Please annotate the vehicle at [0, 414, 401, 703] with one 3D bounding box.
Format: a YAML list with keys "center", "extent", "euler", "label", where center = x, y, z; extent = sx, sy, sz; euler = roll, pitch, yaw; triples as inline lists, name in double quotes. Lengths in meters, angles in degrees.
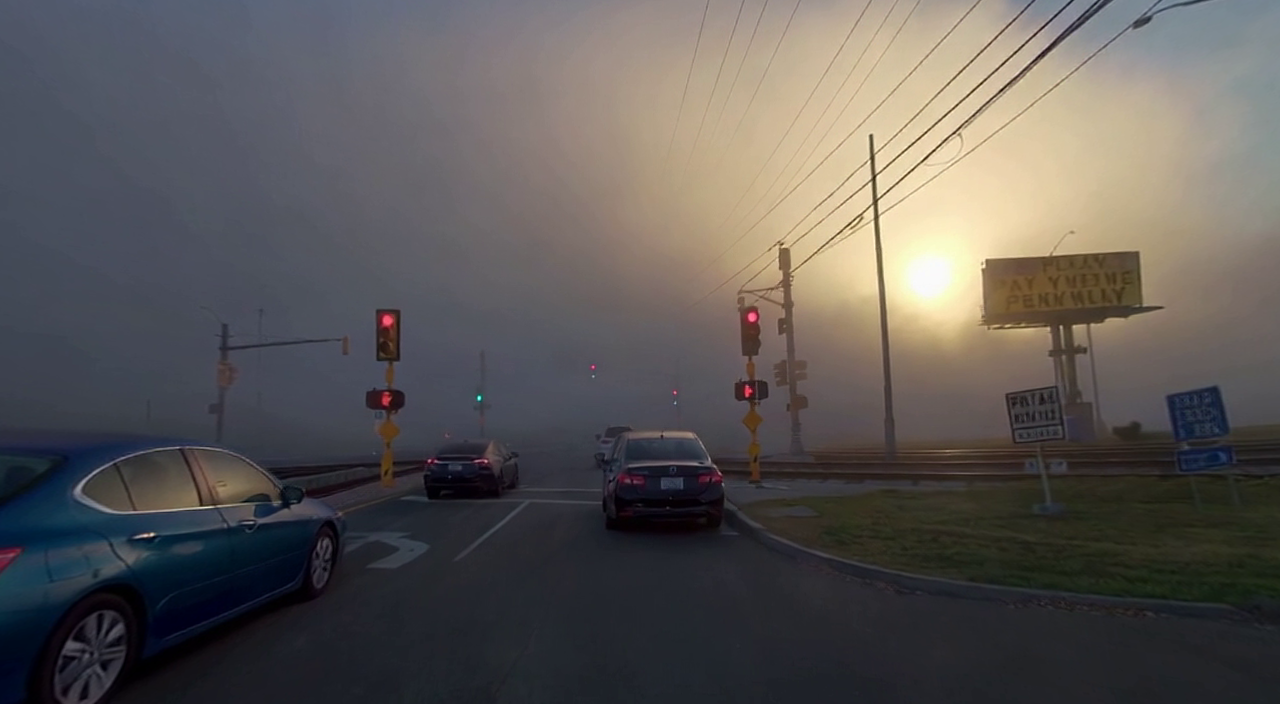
- center: [-3.717, 1.335, 4.930]
  extent: [1.956, 1.468, 4.585]
  euler: [0, -9, -1]
  label: "vehicle"

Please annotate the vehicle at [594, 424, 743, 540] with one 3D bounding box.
- center: [0.301, 2.047, 10.507]
  extent: [1.998, 1.529, 3.960]
  euler: [0, -9, -2]
  label: "vehicle"

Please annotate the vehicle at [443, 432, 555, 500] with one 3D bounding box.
- center: [-3.421, 2.854, 16.126]
  extent: [1.984, 1.505, 3.982]
  euler: [0, -9, -1]
  label: "vehicle"
